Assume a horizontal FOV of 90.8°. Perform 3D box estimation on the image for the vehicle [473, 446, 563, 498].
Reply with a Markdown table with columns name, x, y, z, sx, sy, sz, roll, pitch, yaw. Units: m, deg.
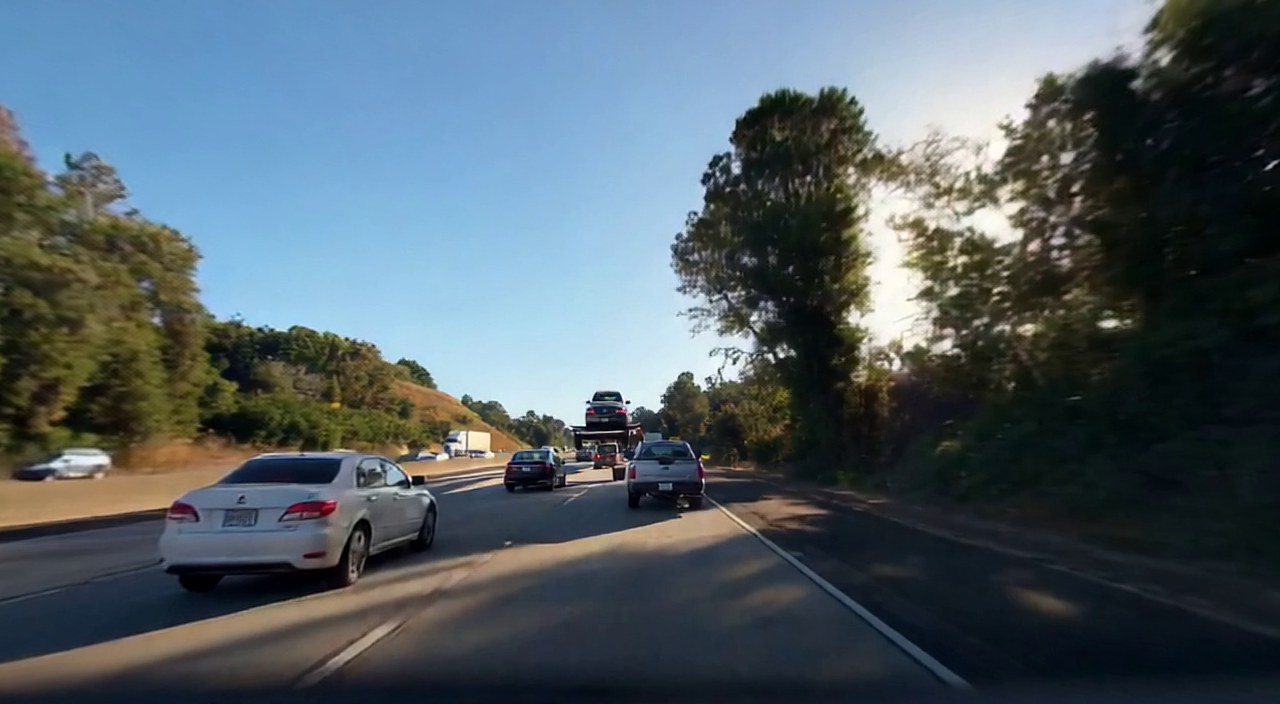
| name | x | y | z | sx | sy | sz | roll | pitch | yaw |
| --- | --- | --- | --- | --- | --- | --- | --- | --- | --- |
| vehicle | -3.824 | 3.842 | 20.603 | 1.947 | 1.470 | 4.526 | 0 | -9 | 1 |

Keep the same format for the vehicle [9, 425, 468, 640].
| name | x | y | z | sx | sy | sz | roll | pitch | yaw |
| --- | --- | --- | --- | --- | --- | --- | --- | --- | --- |
| vehicle | -3.369 | 1.574 | 6.413 | 2.149 | 1.497 | 3.753 | 0 | -9 | 0 |

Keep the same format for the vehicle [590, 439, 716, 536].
| name | x | y | z | sx | sy | sz | roll | pitch | yaw |
| --- | --- | --- | --- | --- | --- | --- | --- | --- | --- |
| vehicle | 0.172 | 2.414 | 11.753 | 1.991 | 1.507 | 3.391 | 0 | -9 | -1 |
